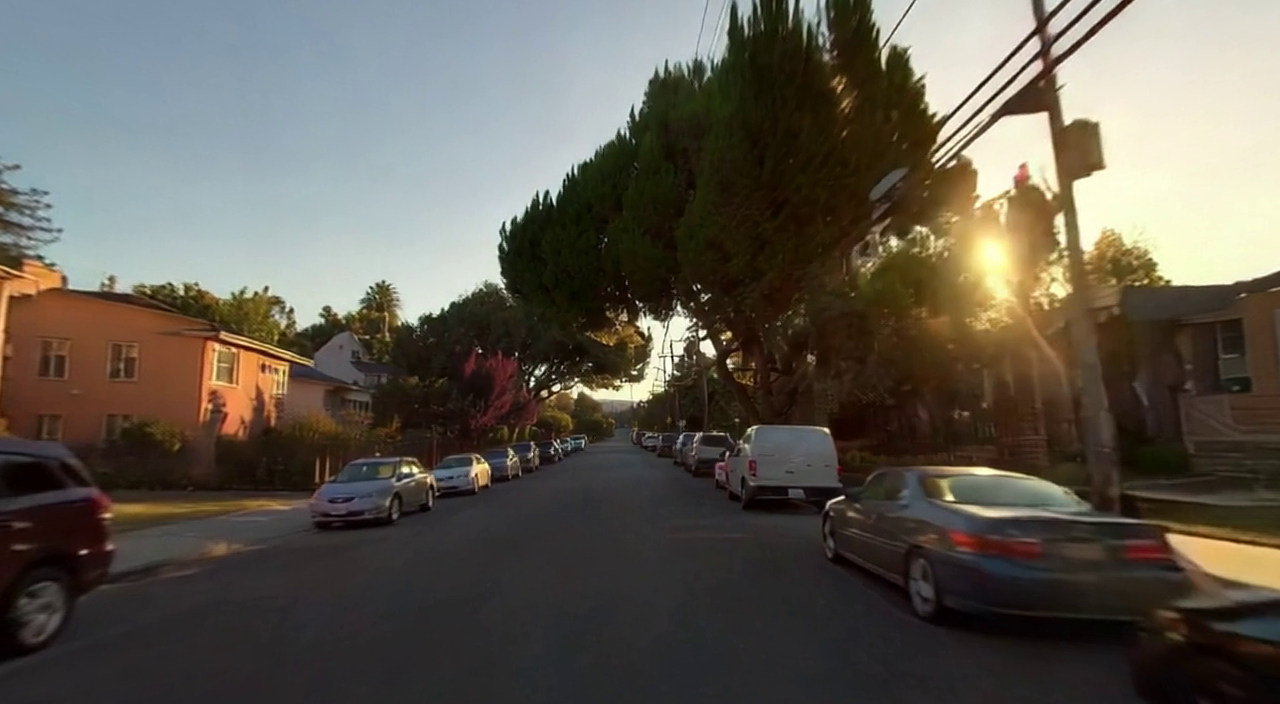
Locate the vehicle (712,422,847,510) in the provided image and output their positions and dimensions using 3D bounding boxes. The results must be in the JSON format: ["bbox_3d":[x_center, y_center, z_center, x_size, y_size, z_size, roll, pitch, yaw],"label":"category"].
[{"bbox_3d":[3.290,2.845,16.214,2.107,1.866,5.199,0,-9,-2],"label":"vehicle"}]

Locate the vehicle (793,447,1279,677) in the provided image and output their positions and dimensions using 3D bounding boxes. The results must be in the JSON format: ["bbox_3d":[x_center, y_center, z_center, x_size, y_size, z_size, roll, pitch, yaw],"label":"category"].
[{"bbox_3d":[3.200,1.695,6.440,2.021,1.417,4.716,0,-8,-1],"label":"vehicle"}]

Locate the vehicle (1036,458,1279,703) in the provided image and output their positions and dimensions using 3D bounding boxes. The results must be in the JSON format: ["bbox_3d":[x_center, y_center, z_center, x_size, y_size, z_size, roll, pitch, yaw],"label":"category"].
[{"bbox_3d":[3.295,0.847,0.960,2.126,1.448,4.853,0,-11,-2],"label":"vehicle"}]

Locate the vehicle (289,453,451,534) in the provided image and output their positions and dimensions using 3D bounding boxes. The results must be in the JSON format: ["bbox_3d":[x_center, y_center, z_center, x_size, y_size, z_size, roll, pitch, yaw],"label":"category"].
[{"bbox_3d":[-6.394,3.346,15.747,2.002,1.585,5.080,0,-8,-2],"label":"vehicle"}]

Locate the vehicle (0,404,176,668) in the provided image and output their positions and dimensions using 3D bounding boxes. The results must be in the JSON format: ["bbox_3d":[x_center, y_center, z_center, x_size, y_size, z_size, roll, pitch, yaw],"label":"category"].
[{"bbox_3d":[-5.893,1.372,4.113,2.096,1.966,4.944,-4,-7,-1],"label":"vehicle"}]

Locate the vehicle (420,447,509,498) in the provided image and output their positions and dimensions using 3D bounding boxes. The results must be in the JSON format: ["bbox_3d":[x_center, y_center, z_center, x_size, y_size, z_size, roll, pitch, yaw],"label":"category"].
[{"bbox_3d":[-6.390,4.440,23.584,1.924,1.525,4.688,-5,-9,0],"label":"vehicle"}]
